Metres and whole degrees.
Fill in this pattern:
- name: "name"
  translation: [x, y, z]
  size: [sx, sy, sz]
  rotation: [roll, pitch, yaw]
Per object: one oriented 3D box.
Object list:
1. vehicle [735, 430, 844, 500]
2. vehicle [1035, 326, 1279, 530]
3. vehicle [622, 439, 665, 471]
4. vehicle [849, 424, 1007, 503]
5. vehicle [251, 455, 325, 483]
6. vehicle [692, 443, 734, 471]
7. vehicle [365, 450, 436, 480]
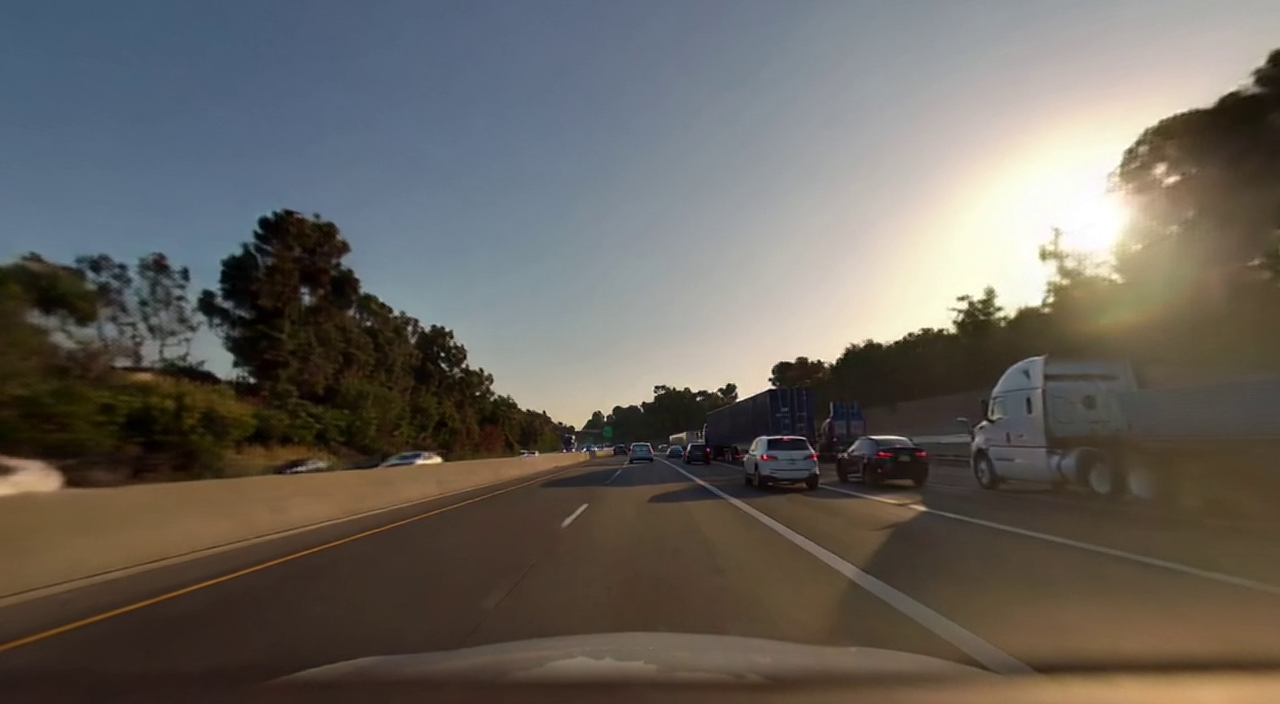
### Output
- name: "vehicle"
  translation: [4.005, 3.087, 17.595]
  size: [1.972, 1.693, 4.139]
  rotation: [0, -8, -1]
- name: "vehicle"
  translation: [11.616, 1.364, 11.066]
  size: [2.786, 3.226, 9.750]
  rotation: [0, -8, -1]
- name: "vehicle"
  translation: [0.225, 5.933, 36.326]
  size: [2.313, 1.736, 4.215]
  rotation: [0, -8, 1]
- name: "vehicle"
  translation: [7.535, 2.948, 17.073]
  size: [1.985, 1.835, 4.681]
  rotation: [0, -8, -1]
- name: "vehicle"
  translation: [-21.073, 7.009, 37.825]
  size: [1.846, 1.475, 4.384]
  rotation: [0, -8, 1]
- name: "vehicle"
  translation: [4.074, 5.941, 35.750]
  size: [1.888, 1.501, 4.608]
  rotation: [0, -8, 0]
- name: "vehicle"
  translation: [-13.056, 6.170, 34.521]
  size: [1.920, 1.481, 4.706]
  rotation: [0, -8, 2]
